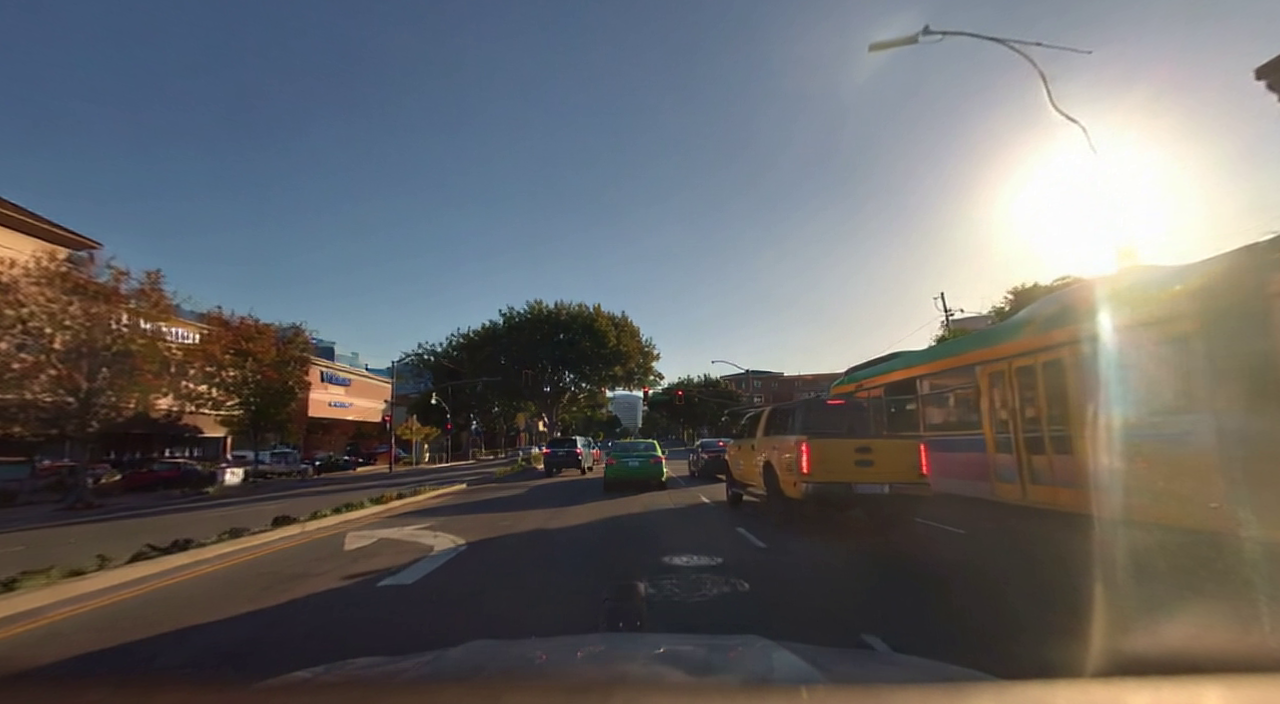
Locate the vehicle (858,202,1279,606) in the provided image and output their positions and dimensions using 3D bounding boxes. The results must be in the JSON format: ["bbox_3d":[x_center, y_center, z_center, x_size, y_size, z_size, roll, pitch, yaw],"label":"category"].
[{"bbox_3d":[6.413,0.990,9.598,2.879,3.318,8.881,0,-8,-1],"label":"vehicle"}]

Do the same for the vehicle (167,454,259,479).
[{"bbox_3d":[-27.829,7.445,41.376,4.800,1.461,1.831,5,-10,-31],"label":"vehicle"}]

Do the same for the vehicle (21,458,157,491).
[{"bbox_3d":[-28.267,6.270,32.641,4.881,1.458,1.914,4,-9,-27],"label":"vehicle"}]

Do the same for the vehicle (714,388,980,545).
[{"bbox_3d":[2.957,1.865,10.964,2.490,1.951,5.931,0,-8,-1],"label":"vehicle"}]

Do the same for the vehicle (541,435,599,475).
[{"bbox_3d":[-3.114,4.714,29.155,2.180,1.708,4.397,0,-8,0],"label":"vehicle"}]

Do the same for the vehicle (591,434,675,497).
[{"bbox_3d":[-0.203,3.066,17.418,2.071,1.525,3.723,0,-8,-1],"label":"vehicle"}]
